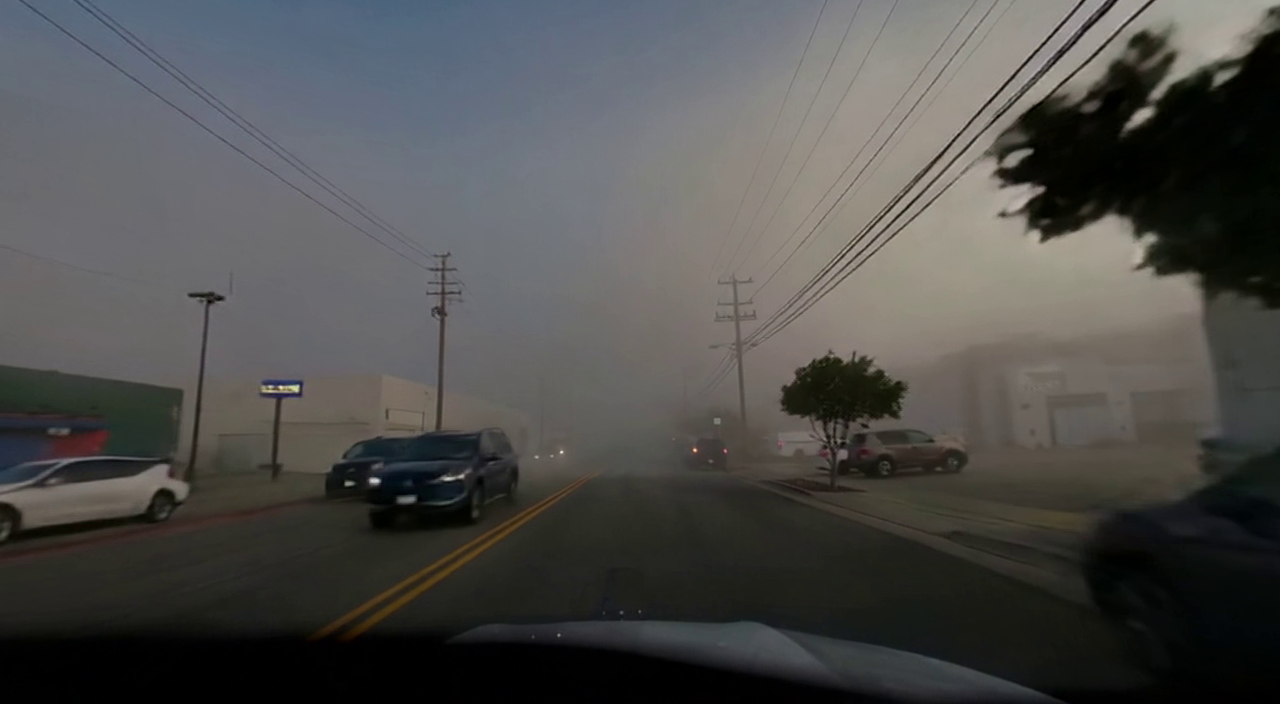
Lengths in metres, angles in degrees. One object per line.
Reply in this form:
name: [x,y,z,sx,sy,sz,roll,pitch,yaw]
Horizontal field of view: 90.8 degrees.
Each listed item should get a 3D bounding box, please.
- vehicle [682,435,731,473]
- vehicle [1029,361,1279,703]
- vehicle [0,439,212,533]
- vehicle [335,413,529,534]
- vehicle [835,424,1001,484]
vehicle: [3.765,5.904,36.833,2.333,1.967,6.008,0,-8,2]
vehicle: [3.930,0.832,2.295,2.092,1.730,4.595,0,-8,0]
vehicle: [-11.853,2.638,12.800,4.936,1.703,1.959,4,-9,-26]
vehicle: [-3.721,2.277,12.478,2.229,1.889,4.816,0,-8,-1]
vehicle: [8.893,3.291,20.555,4.406,1.822,2.071,0,-8,2]
